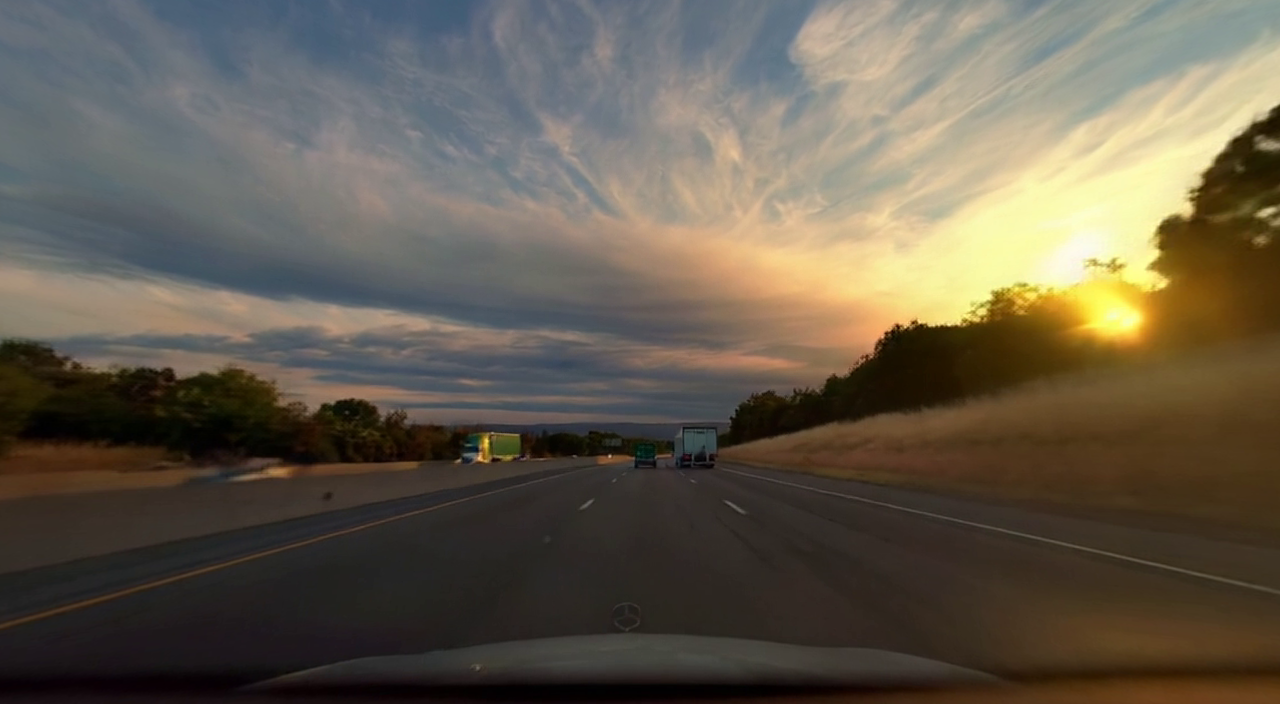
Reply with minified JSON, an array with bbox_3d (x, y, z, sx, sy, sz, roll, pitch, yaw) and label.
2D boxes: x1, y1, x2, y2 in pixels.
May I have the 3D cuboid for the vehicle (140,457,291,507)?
[{"bbox_3d":[-14.417,4.406,21.844,1.916,1.460,4.715,0,-9,1],"label":"vehicle"}]
